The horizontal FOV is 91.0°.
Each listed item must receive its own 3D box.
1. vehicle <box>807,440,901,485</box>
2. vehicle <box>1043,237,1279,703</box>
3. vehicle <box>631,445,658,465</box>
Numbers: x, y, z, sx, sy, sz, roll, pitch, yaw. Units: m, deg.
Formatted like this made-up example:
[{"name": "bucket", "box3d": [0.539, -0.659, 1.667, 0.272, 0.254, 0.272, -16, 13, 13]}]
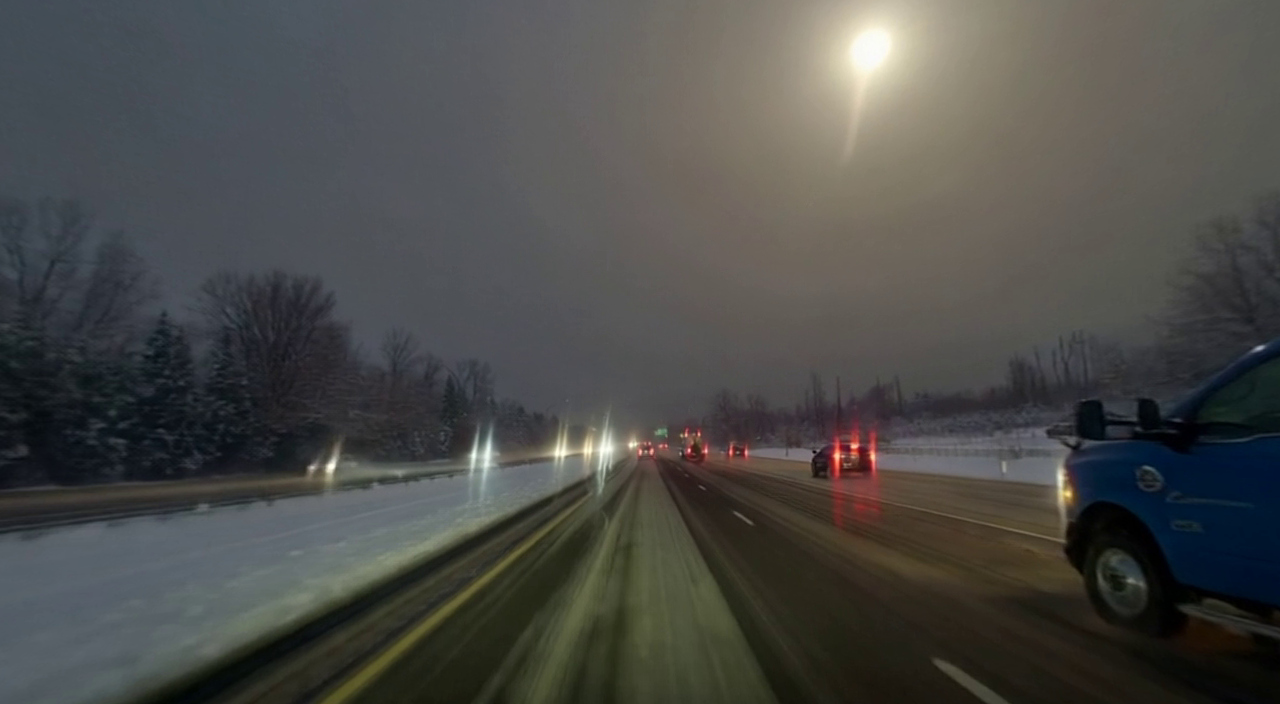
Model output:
[{"name": "vehicle", "box3d": [7.911, 4.107, 23.788, 1.989, 1.526, 4.443, 0, -9, 0]}, {"name": "vehicle", "box3d": [3.819, 0.365, 1.216, 2.354, 2.079, 5.586, 0, -9, 0]}, {"name": "vehicle", "box3d": [0.353, 8.142, 49.806, 2.030, 1.473, 3.926, 0, -9, 0]}]
